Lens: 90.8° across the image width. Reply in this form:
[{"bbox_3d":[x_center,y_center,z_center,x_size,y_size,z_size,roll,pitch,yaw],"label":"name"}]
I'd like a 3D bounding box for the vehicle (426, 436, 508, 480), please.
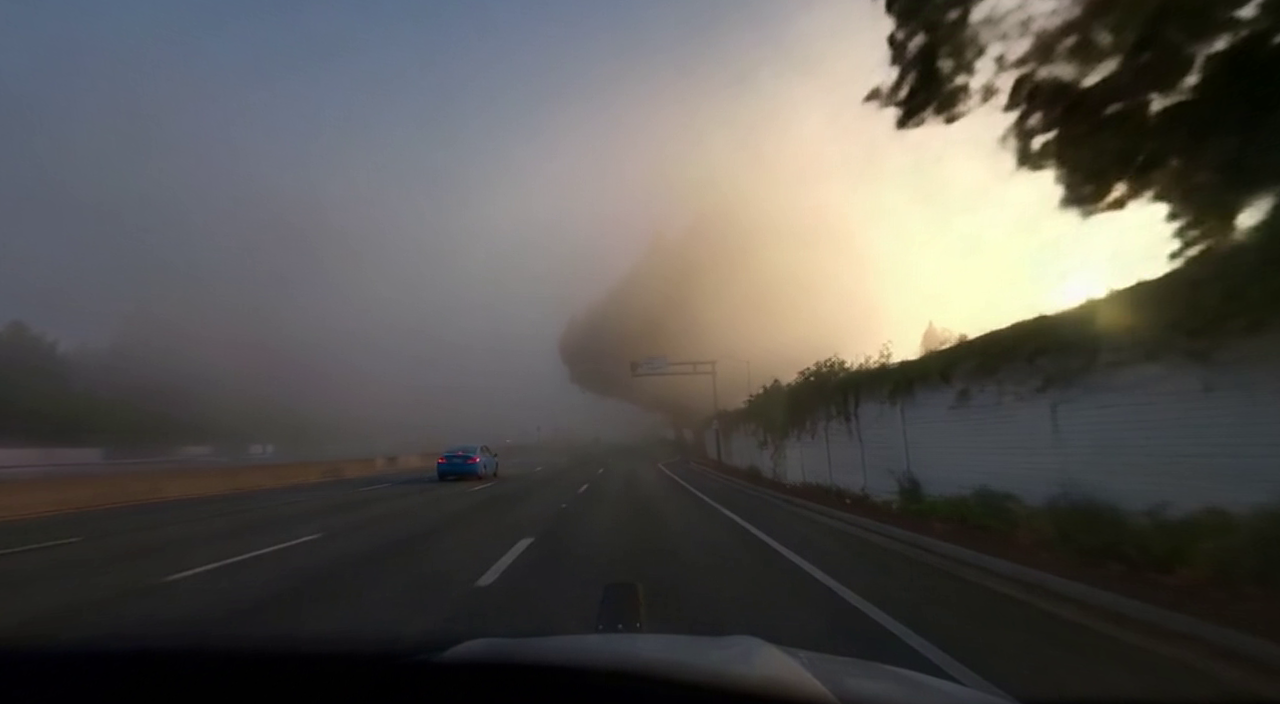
[{"bbox_3d":[-7.217,4.474,26.918,2.115,1.711,4.722,0,-9,0],"label":"vehicle"}]
